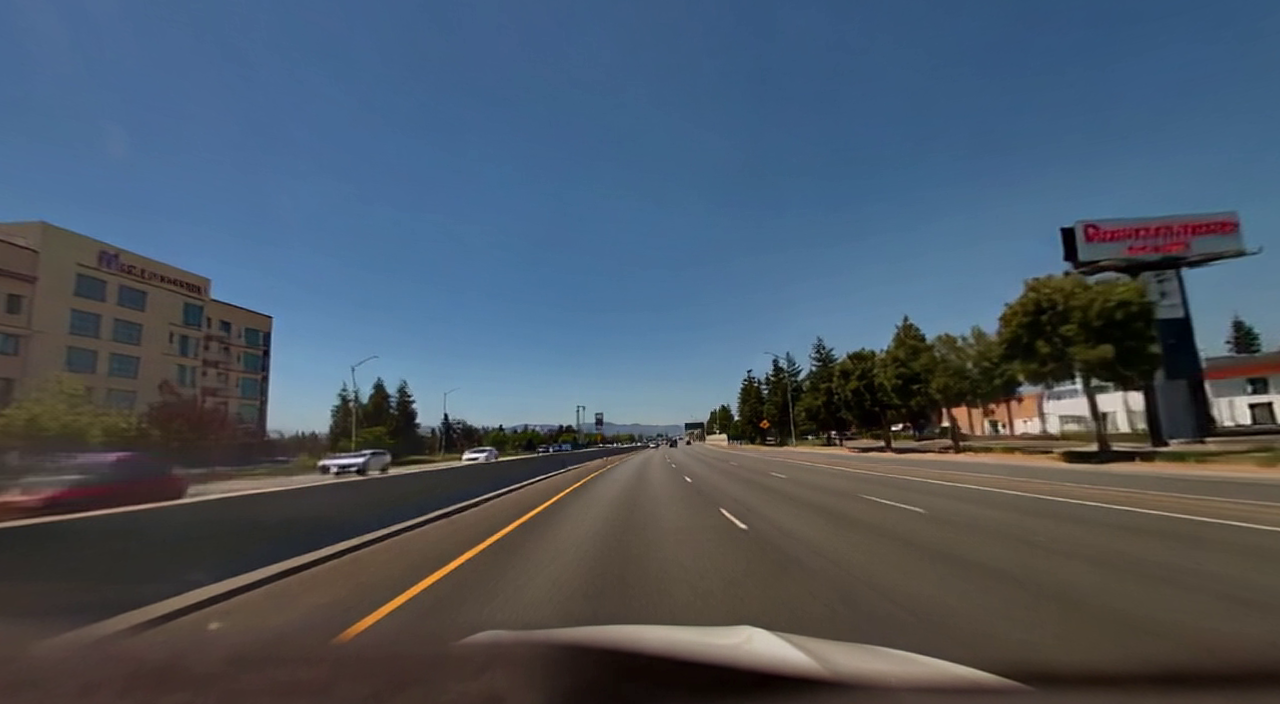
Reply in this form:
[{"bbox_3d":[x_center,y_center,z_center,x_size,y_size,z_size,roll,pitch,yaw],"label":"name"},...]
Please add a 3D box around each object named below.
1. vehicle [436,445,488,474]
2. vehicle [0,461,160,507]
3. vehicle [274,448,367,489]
[{"bbox_3d":[-10.413,6.297,37.216,1.853,1.614,4.047,0,-8,1],"label":"vehicle"},{"bbox_3d":[-21.760,5.114,24.835,1.920,1.486,4.746,0,-8,1],"label":"vehicle"},{"bbox_3d":[-14.345,5.216,28.638,1.900,1.675,4.302,0,-8,1],"label":"vehicle"}]
